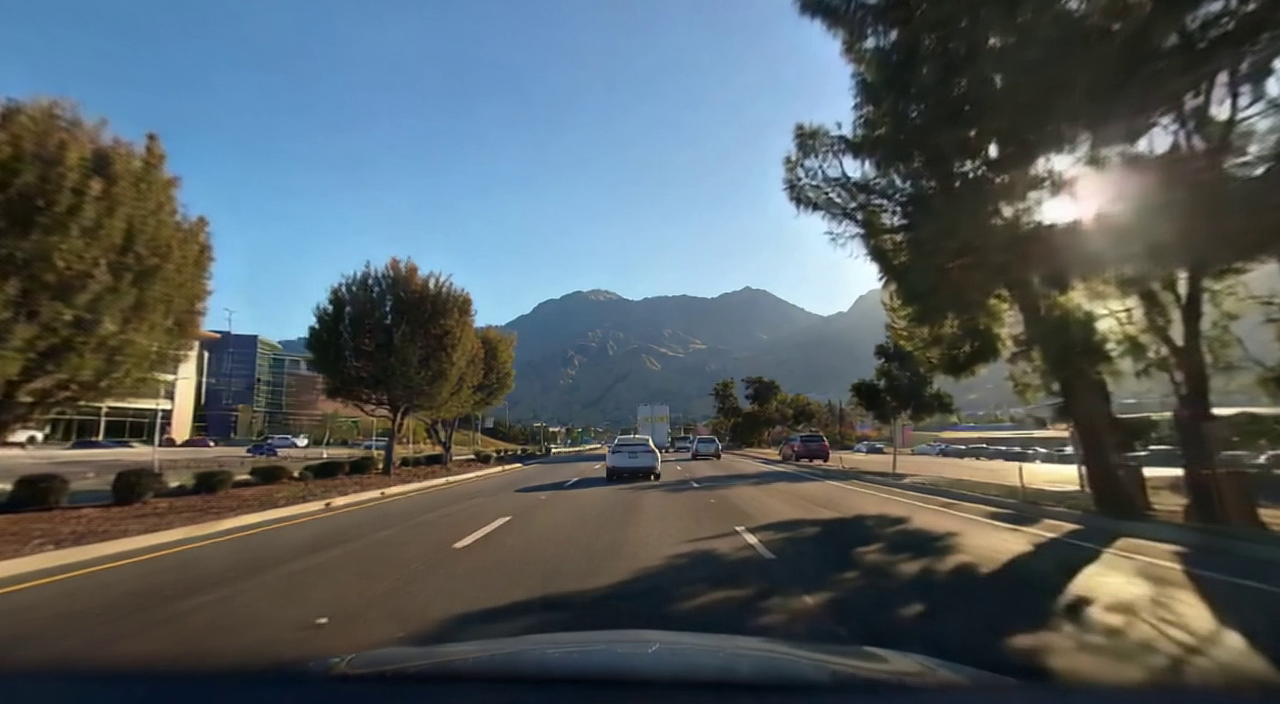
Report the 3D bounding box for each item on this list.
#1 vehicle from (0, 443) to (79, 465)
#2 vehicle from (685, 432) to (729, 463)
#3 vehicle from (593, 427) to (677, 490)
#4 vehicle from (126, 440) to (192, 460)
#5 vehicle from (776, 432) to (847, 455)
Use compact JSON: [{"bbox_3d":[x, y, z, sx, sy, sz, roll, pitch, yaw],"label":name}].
[{"bbox_3d":[-36.951,6.246,38.592,3.245,1.338,1.536,3,-9,-23],"label":"vehicle"},{"bbox_3d":[3.805,5.531,36.377,2.088,1.655,4.360,0,-8,0],"label":"vehicle"},{"bbox_3d":[-0.145,3.083,18.501,2.193,1.651,3.946,0,-8,-1],"label":"vehicle"},{"bbox_3d":[-36.860,7.519,48.195,3.640,1.447,1.788,4,-9,-27],"label":"vehicle"},{"bbox_3d":[13.234,7.067,48.591,4.887,1.734,2.014,0,-8,2],"label":"vehicle"}]
